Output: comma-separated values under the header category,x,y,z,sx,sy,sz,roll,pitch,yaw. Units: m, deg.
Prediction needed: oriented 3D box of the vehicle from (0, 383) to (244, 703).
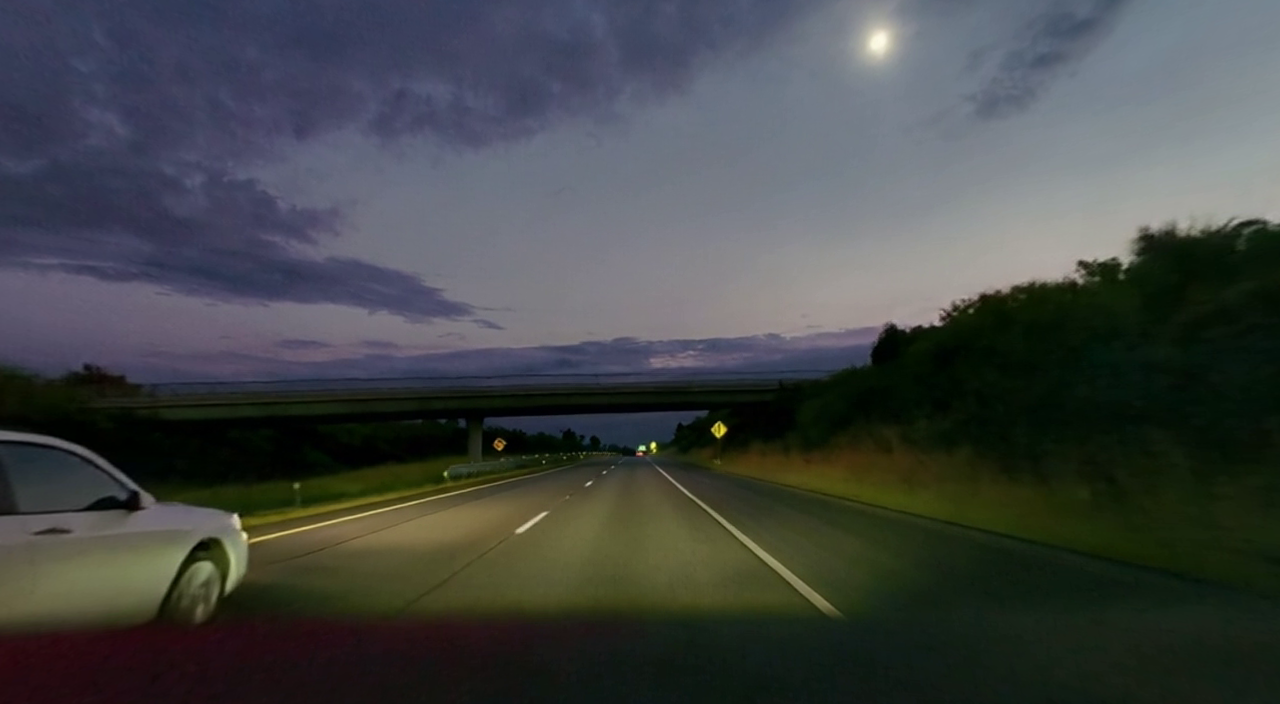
category,x,y,z,sx,sy,sz,roll,pitch,yaw
vehicle,-3.932,0.915,2.374,2.082,1.668,4.274,0,-9,-1
